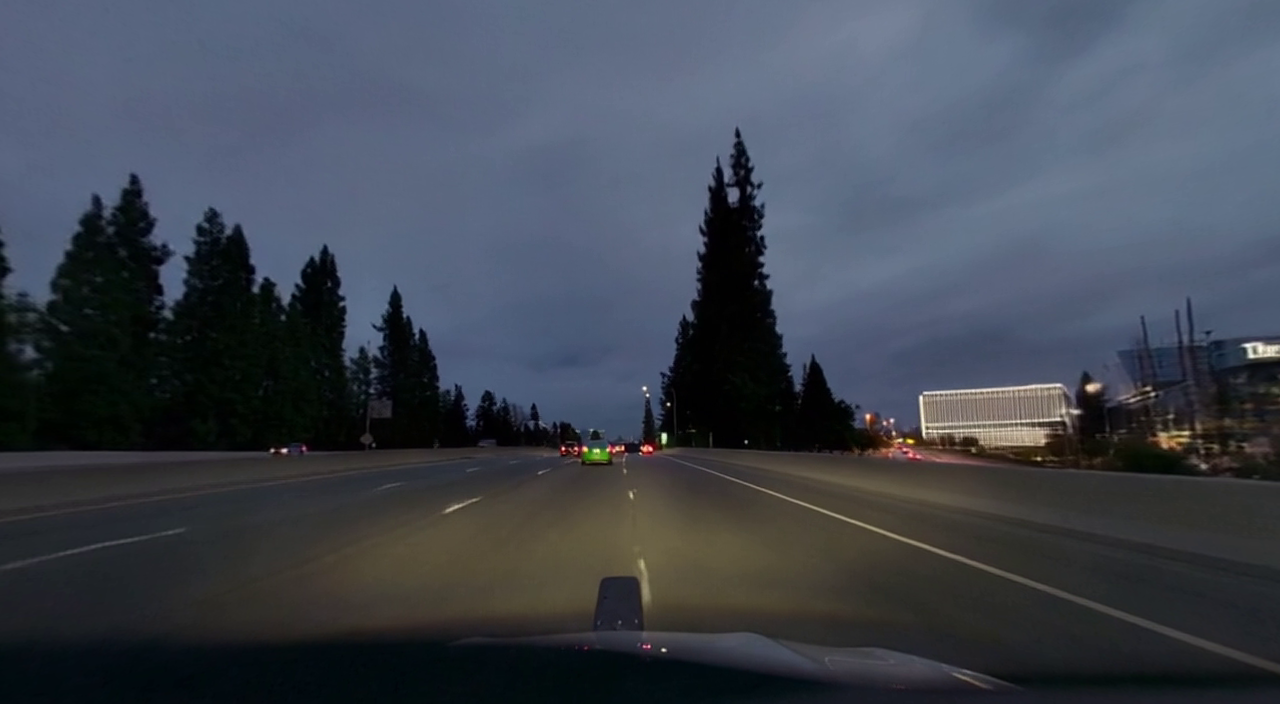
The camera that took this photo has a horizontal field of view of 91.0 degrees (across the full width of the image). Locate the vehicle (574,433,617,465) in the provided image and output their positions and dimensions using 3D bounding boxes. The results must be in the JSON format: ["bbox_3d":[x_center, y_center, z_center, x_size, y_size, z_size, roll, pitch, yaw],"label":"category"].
[{"bbox_3d":[-2.641,5.888,38.444,2.302,1.810,4.707,0,-8,0],"label":"vehicle"}]
